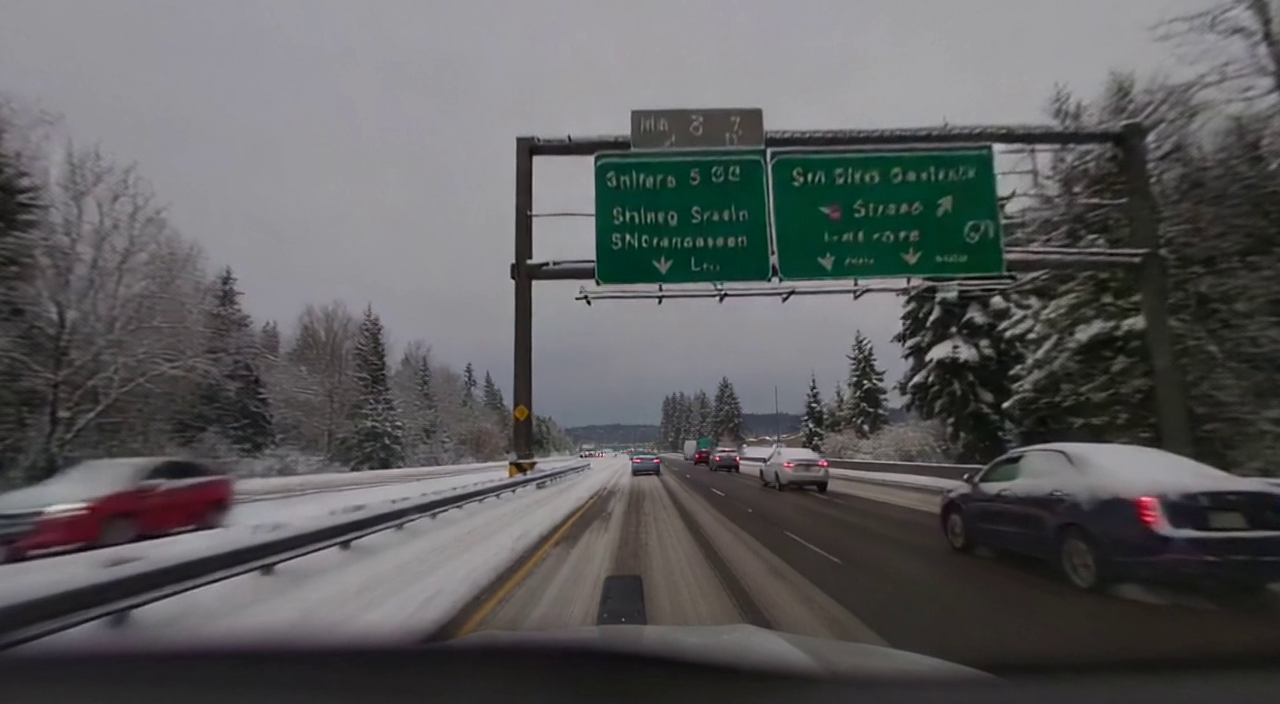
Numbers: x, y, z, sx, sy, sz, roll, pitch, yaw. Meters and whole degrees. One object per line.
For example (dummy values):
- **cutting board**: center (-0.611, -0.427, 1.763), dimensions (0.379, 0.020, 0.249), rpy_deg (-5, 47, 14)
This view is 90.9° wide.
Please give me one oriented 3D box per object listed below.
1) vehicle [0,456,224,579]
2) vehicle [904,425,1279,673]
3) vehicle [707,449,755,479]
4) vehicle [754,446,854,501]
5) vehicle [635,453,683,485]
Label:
- **vehicle**: center (-8.578, 2.306, 9.528), dimensions (1.866, 1.427, 3.871), rpy_deg (0, -9, 0)
- **vehicle**: center (4.561, 1.534, 6.103), dimensions (2.007, 1.451, 4.587), rpy_deg (0, -9, 0)
- **vehicle**: center (4.887, 6.069, 34.293), dimensions (1.952, 1.495, 3.740), rpy_deg (0, -9, -1)
- **vehicle**: center (4.873, 3.684, 19.483), dimensions (1.827, 1.462, 4.697), rpy_deg (0, -9, 0)
- **vehicle**: center (0.827, 5.204, 28.298), dimensions (2.012, 1.320, 3.777), rpy_deg (0, -9, 1)
